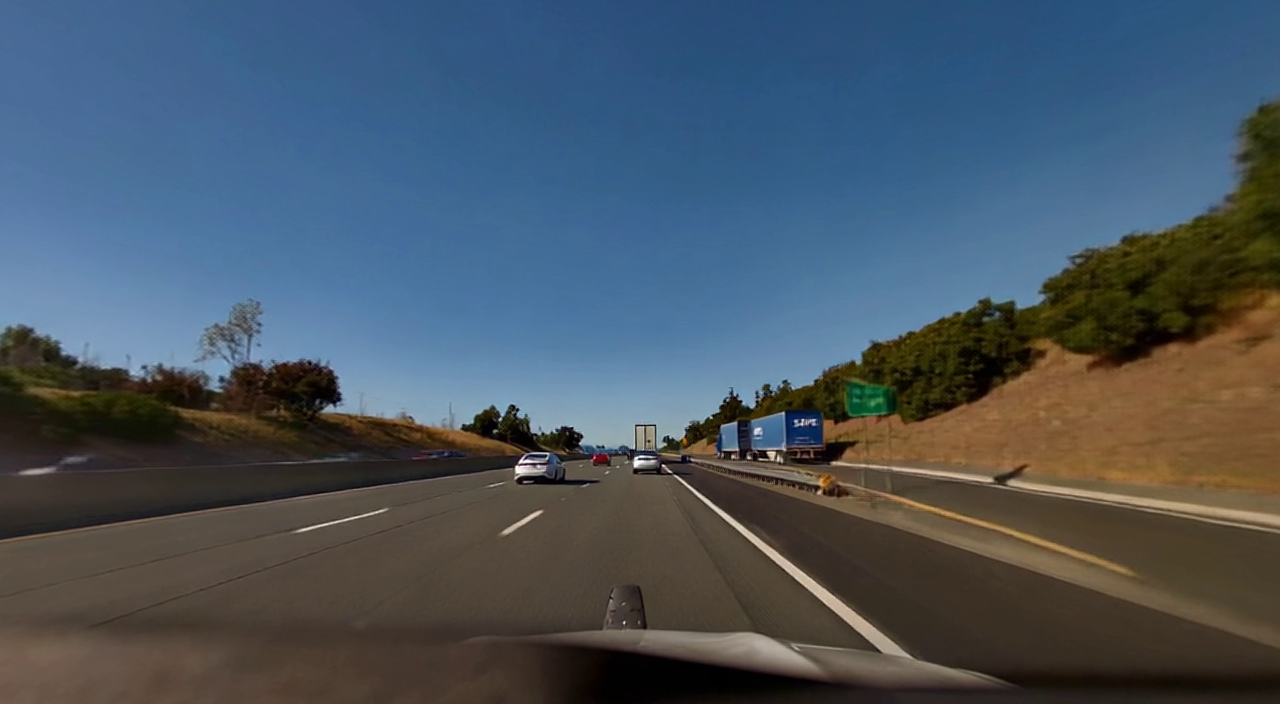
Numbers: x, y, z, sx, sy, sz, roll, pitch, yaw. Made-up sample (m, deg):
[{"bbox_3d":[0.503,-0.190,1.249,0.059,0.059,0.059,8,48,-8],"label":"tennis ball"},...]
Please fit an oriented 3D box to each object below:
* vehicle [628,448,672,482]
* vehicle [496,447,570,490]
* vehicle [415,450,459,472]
[{"bbox_3d":[0.461,5.387,30.283,1.991,1.507,3.391,0,-9,0],"label":"vehicle"},{"bbox_3d":[-3.987,4.427,24.288,2.018,1.504,4.431,0,-9,1],"label":"vehicle"},{"bbox_3d":[-15.877,8.539,49.610,1.952,1.573,4.568,0,-9,0],"label":"vehicle"}]
